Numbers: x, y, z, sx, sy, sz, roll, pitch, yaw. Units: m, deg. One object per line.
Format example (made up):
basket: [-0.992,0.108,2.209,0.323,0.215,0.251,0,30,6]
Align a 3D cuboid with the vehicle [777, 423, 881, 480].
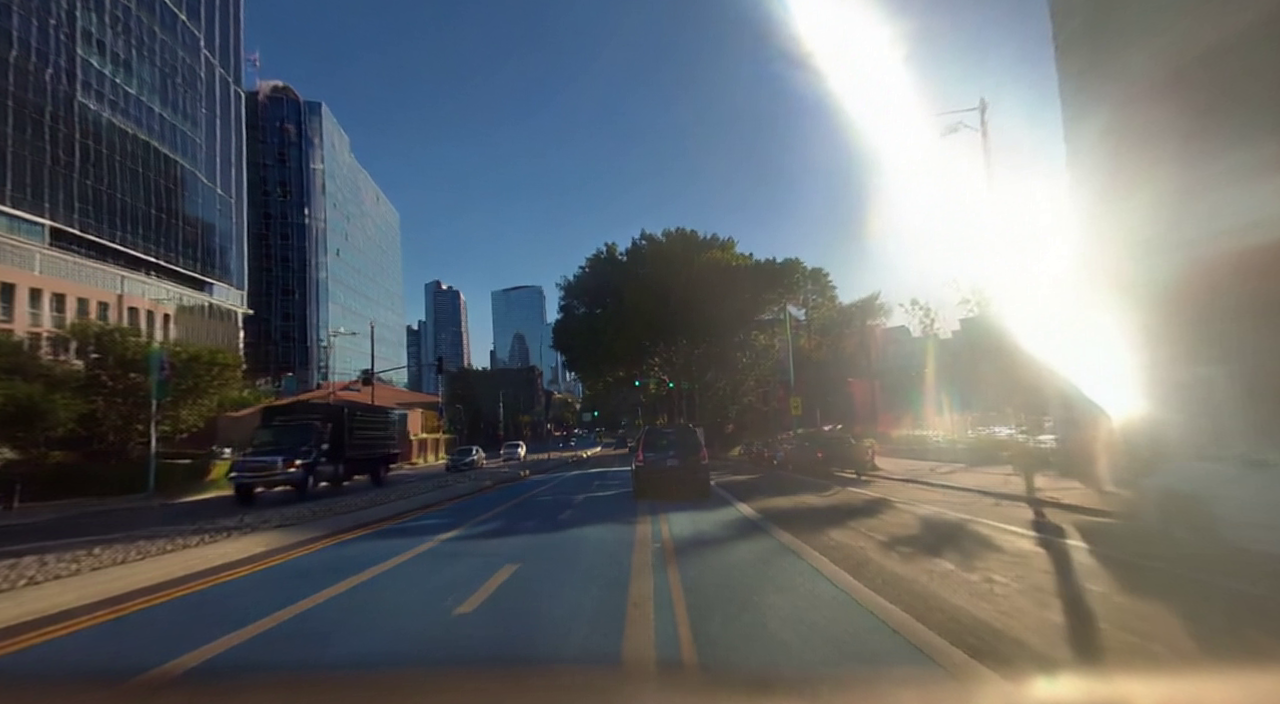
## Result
vehicle: [6.714,3.629,23.086,2.205,1.823,5.078,0,-9,0]

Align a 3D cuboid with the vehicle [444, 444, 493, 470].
vehicle: [-10.908,6.676,40.423,2.019,1.547,4.315,0,-9,-2]

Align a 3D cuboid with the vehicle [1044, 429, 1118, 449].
vehicle: [33.791,6.704,48.428,4.275,1.487,1.781,0,-9,1]

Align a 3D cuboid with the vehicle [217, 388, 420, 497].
vehicle: [-13.442,4.045,28.145,3.101,3.878,10.902,0,-9,1]

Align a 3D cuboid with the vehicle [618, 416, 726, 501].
vehicle: [0.597,2.567,15.449,2.283,1.773,4.255,0,-9,-2]

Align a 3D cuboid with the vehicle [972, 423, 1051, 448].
vehicle: [28.566,6.475,48.588,4.655,1.852,2.161,0,-9,-1]

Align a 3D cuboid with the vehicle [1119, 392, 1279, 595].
vehicle: [6.630,1.082,4.496,2.088,1.761,5.697,0,-9,2]

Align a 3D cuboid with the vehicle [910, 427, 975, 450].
vehicle: [23.301,6.699,48.671,3.973,1.623,2.024,-1,-9,0]
